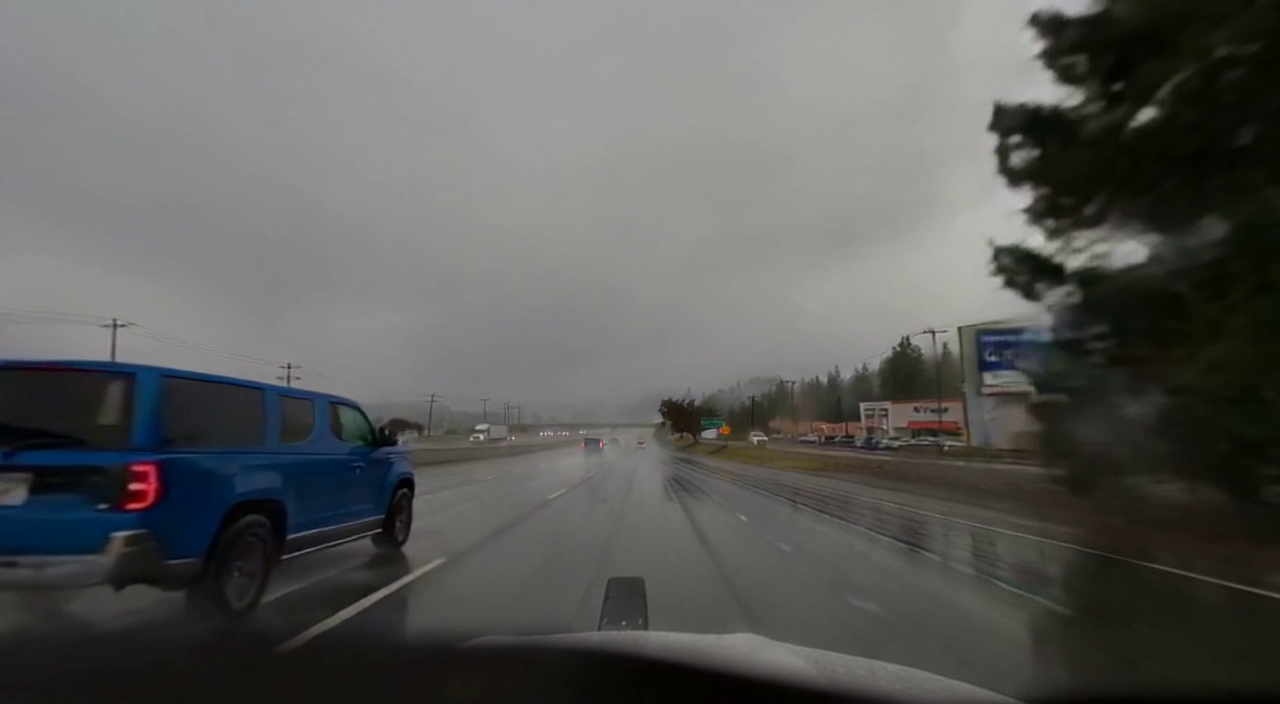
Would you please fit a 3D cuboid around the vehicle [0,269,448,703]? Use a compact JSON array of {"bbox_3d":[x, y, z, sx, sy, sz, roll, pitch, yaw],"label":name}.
[{"bbox_3d":[-3.945,1.094,5.935,2.352,2.209,5.802,0,-8,1],"label":"vehicle"}]
